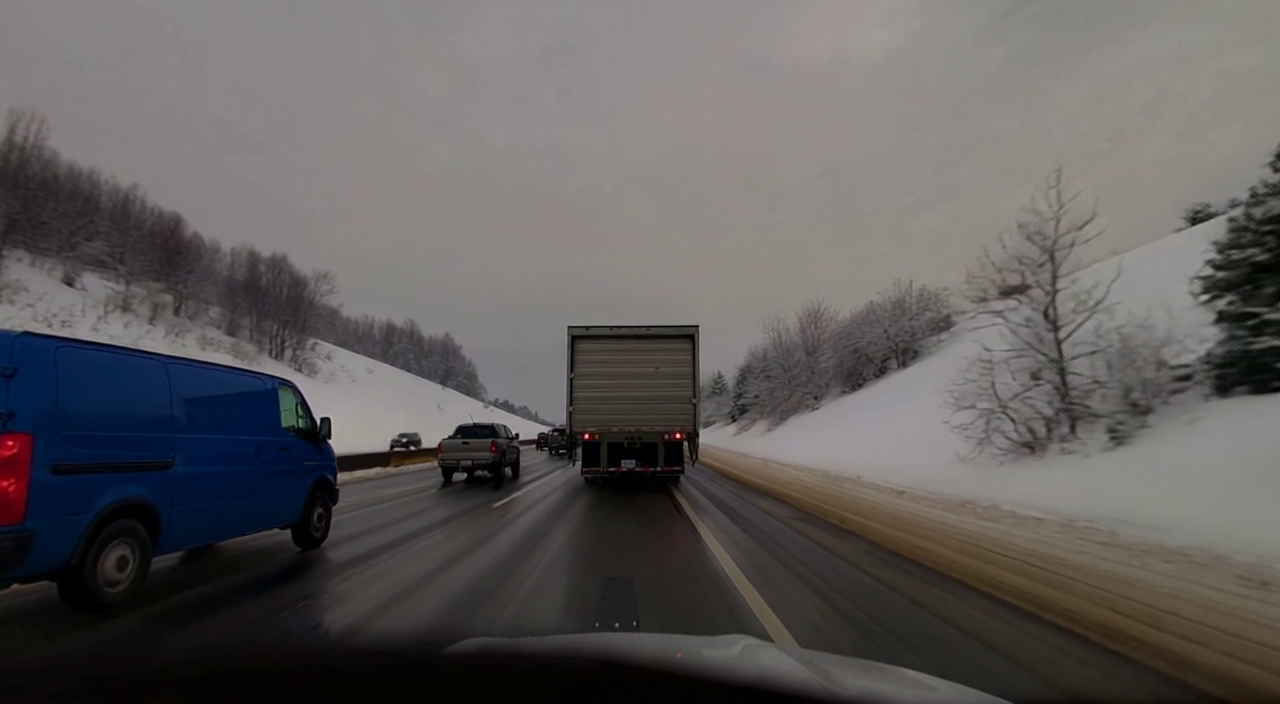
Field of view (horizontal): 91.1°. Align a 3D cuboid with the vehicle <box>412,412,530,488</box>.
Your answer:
[{"bbox_3d":[-4.885,2.916,19.095,2.168,1.985,4.952,0,-8,0],"label":"vehicle"}]

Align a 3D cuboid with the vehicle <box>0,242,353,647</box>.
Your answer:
[{"bbox_3d":[-5.267,0.860,6.012,2.478,2.515,5.438,0,-8,-1],"label":"vehicle"}]

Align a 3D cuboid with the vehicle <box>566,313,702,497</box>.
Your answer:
[{"bbox_3d":[-0.221,1.805,18.864,2.953,4.041,10.072,0,-8,-1],"label":"vehicle"}]

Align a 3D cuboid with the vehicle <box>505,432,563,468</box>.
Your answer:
[{"bbox_3d":[-4.869,4.521,29.420,1.931,1.539,4.441,0,-8,0],"label":"vehicle"}]
